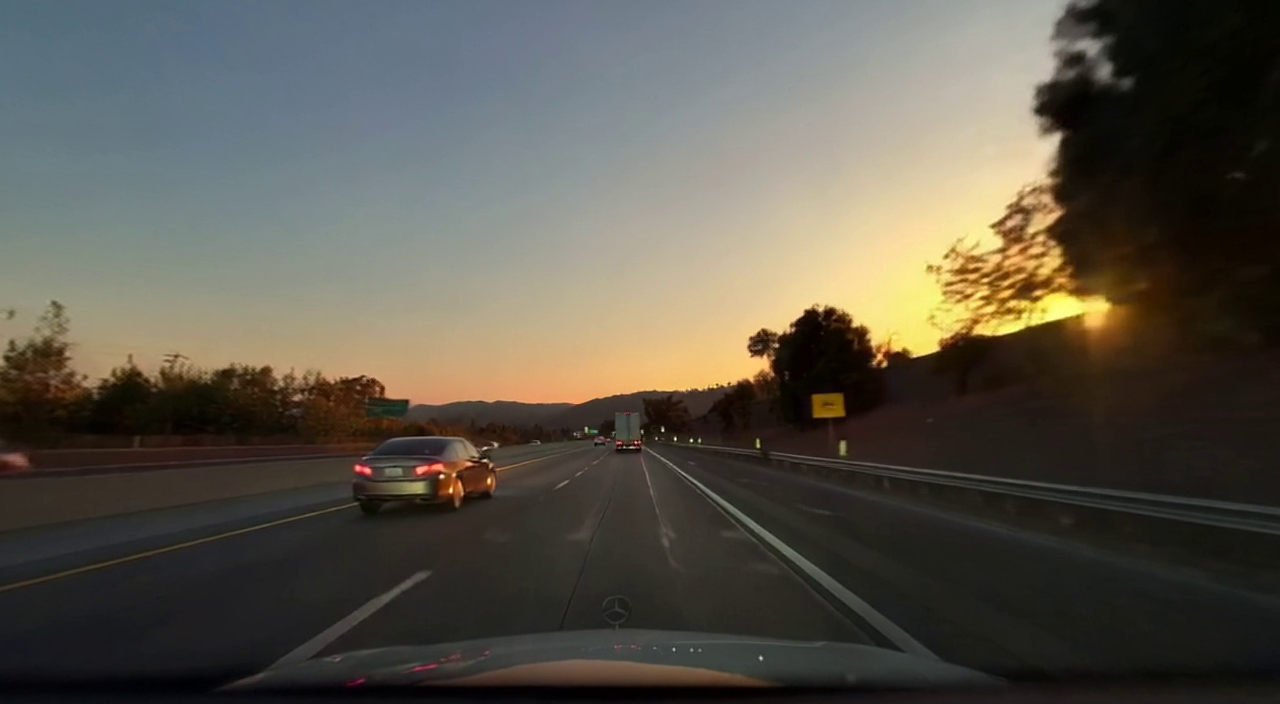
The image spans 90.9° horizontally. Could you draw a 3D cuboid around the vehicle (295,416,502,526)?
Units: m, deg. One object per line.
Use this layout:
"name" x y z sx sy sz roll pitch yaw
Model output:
"vehicle" -4.220 2.139 12.055 2.123 1.655 4.688 0 -8 0
